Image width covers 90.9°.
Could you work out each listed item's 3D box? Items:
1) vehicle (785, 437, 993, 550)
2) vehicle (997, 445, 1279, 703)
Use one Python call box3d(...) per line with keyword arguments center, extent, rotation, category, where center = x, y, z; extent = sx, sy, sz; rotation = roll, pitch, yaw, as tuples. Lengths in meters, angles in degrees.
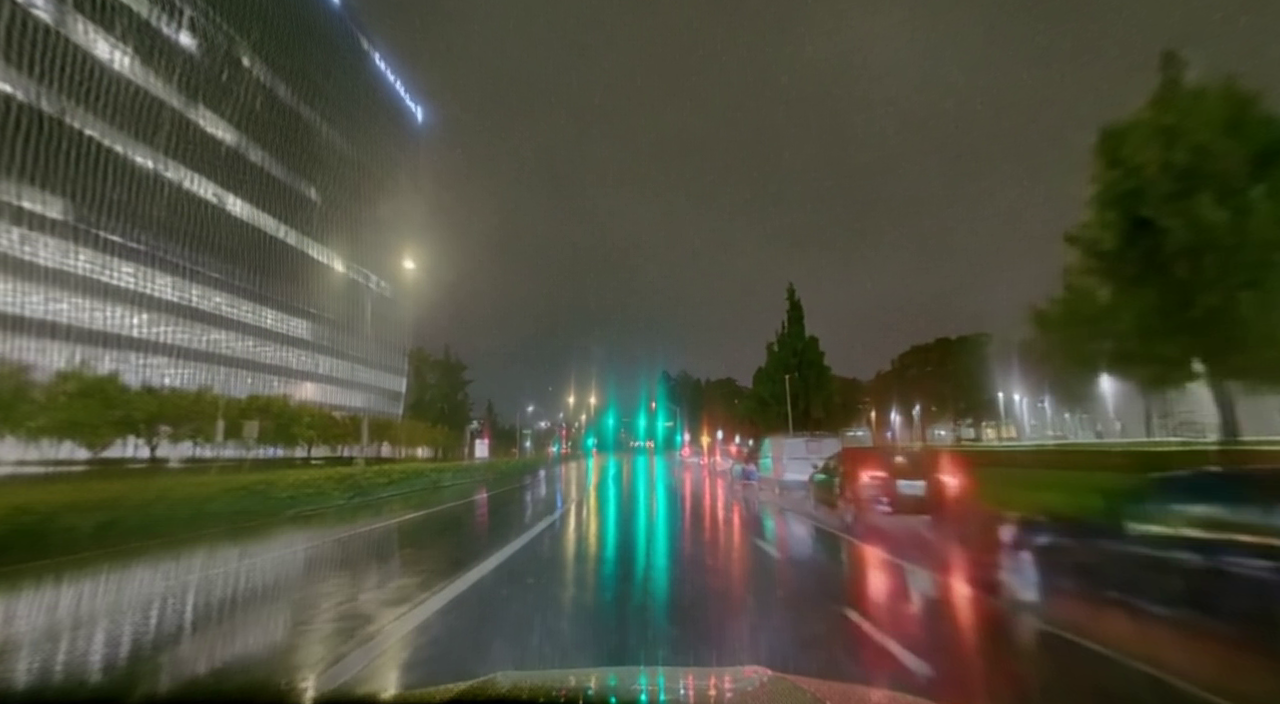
box3d(center=(4.065, 2.345, 11.297), extent=(1.974, 1.534, 4.610), rotation=(1, -8, 2), category="vehicle")
box3d(center=(4.255, 1.268, 3.690), extent=(1.872, 1.420, 4.201), rotation=(0, -8, 0), category="vehicle")
